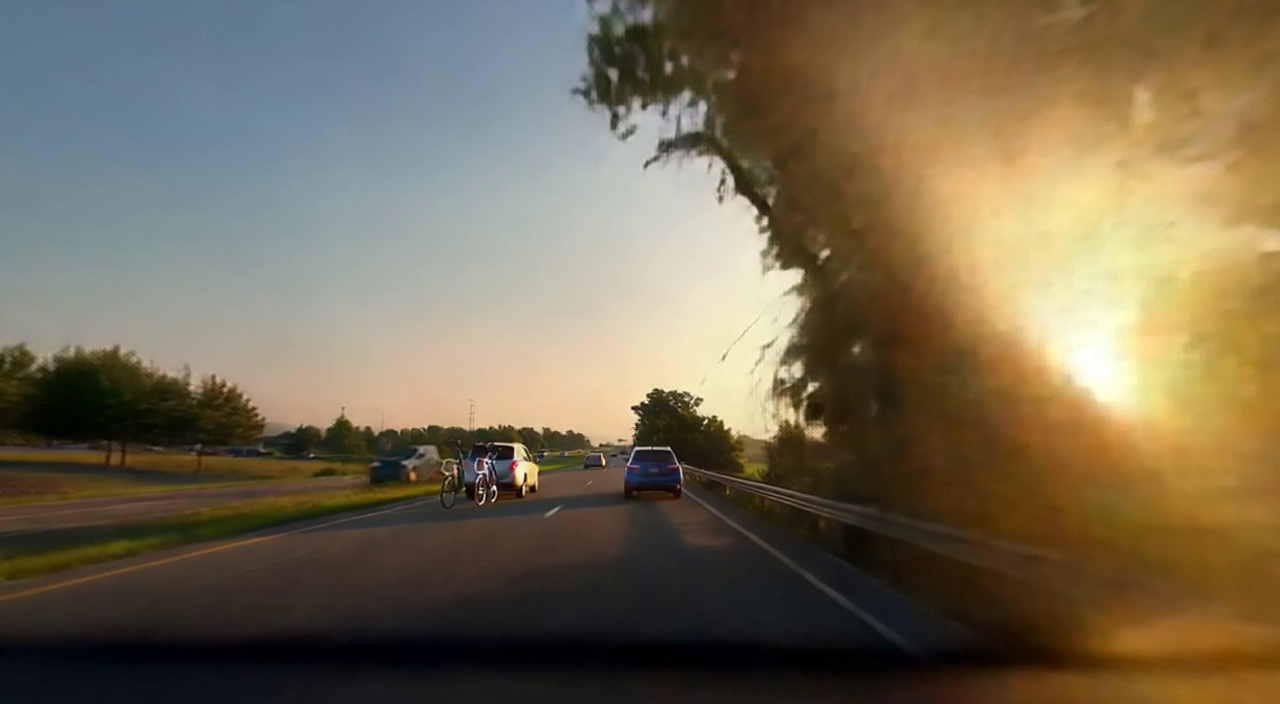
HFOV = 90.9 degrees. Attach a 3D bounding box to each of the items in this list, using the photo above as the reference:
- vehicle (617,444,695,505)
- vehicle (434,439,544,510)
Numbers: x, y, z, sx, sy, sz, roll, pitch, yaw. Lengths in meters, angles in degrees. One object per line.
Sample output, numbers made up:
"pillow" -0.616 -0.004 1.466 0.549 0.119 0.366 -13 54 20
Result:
"vehicle" 0.407 3.576 18.791 2.063 1.582 3.955 0 -9 -1
"vehicle" -3.927 3.259 17.154 1.962 1.681 4.033 0 -9 1
